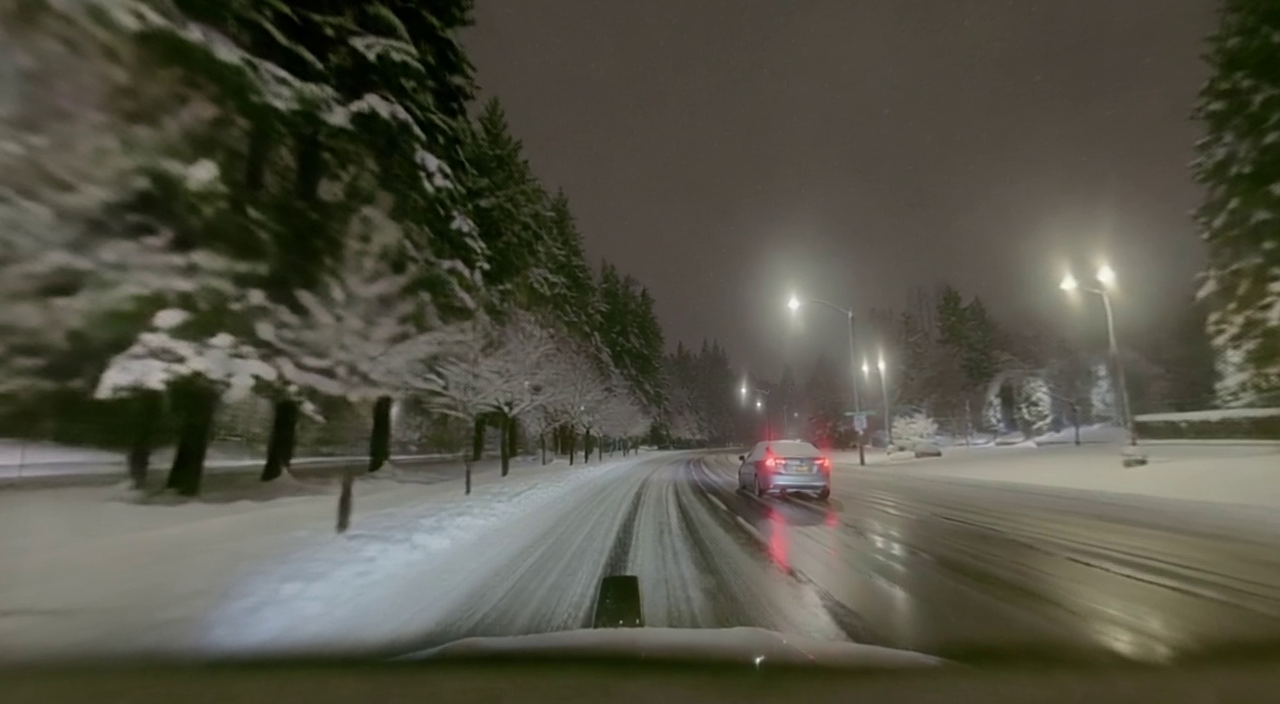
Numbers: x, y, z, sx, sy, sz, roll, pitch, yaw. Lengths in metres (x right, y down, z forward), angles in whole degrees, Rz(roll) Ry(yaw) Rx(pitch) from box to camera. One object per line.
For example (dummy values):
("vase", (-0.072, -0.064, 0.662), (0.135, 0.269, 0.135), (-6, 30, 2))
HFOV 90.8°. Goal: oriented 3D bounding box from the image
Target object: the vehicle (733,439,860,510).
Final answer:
("vehicle", (3.635, 2.924, 15.606), (1.928, 1.481, 4.453), (0, -9, -1))
